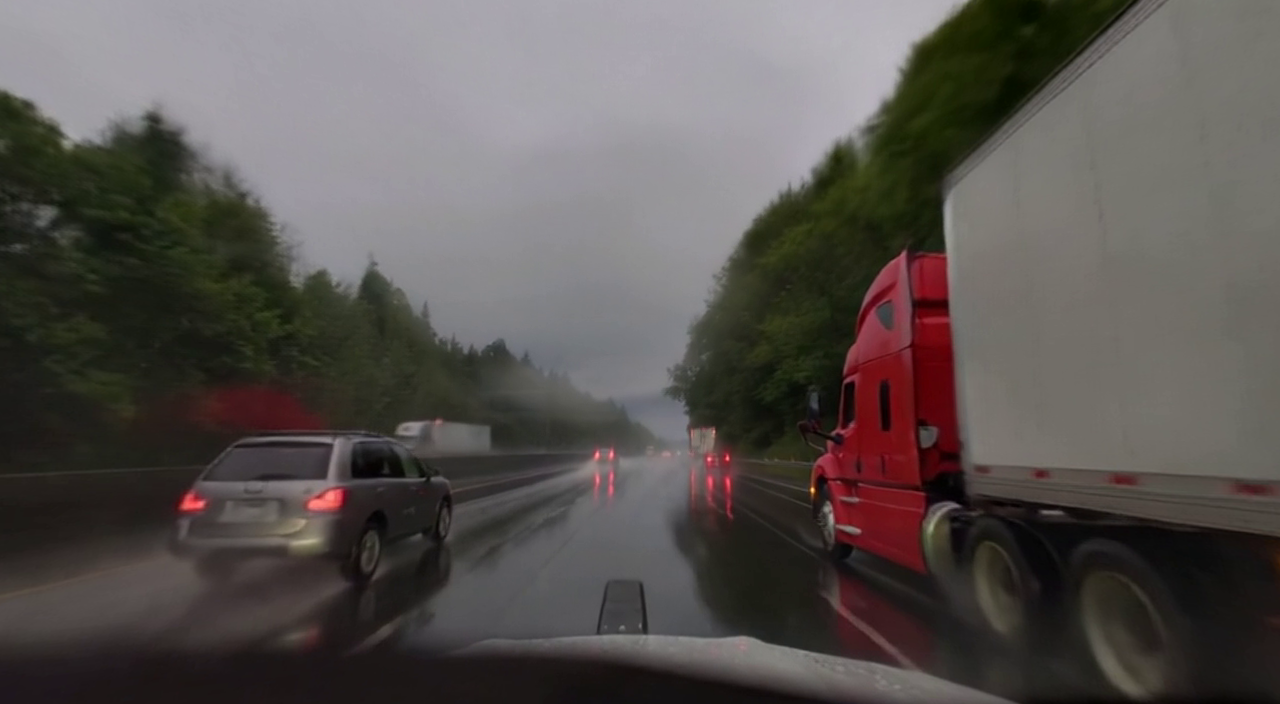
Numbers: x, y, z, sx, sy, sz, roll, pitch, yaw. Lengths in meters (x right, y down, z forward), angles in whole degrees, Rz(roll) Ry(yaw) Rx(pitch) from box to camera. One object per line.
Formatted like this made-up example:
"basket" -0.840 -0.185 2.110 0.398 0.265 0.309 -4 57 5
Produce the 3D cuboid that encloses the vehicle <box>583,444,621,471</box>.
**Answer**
"vehicle" -2.420 6.897 41.291 2.017 1.683 4.309 0 -9 2

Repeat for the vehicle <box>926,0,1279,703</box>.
"vehicle" 4.315 -0.667 0.521 2.914 3.998 11.103 0 -9 0

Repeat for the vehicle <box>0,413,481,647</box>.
"vehicle" -3.365 1.556 6.631 2.085 1.530 4.809 0 -9 1

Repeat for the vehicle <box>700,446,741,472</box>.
"vehicle" 5.155 6.914 40.812 2.176 1.598 3.878 0 -9 1
